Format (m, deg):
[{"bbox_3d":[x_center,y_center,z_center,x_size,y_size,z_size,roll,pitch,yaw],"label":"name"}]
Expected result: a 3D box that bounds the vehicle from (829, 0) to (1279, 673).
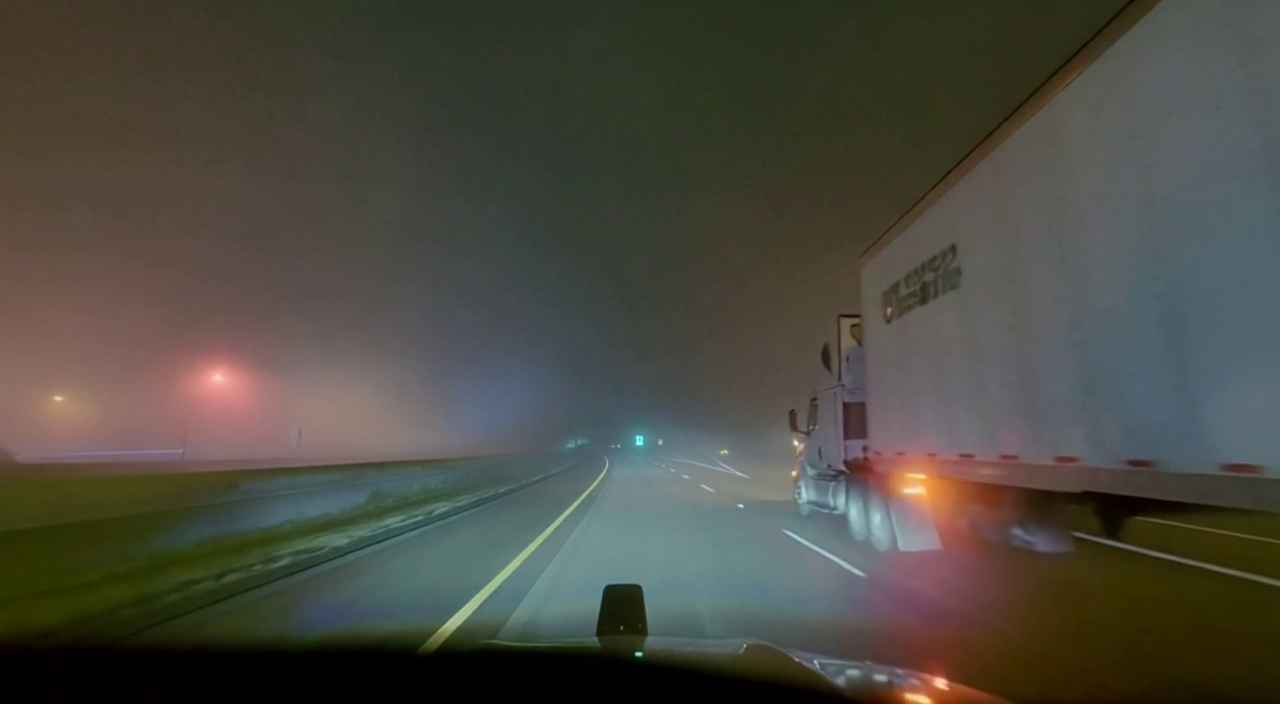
[{"bbox_3d":[5.330,-0.001,5.252,2.932,4.205,18.253,0,-8,3],"label":"vehicle"}]
